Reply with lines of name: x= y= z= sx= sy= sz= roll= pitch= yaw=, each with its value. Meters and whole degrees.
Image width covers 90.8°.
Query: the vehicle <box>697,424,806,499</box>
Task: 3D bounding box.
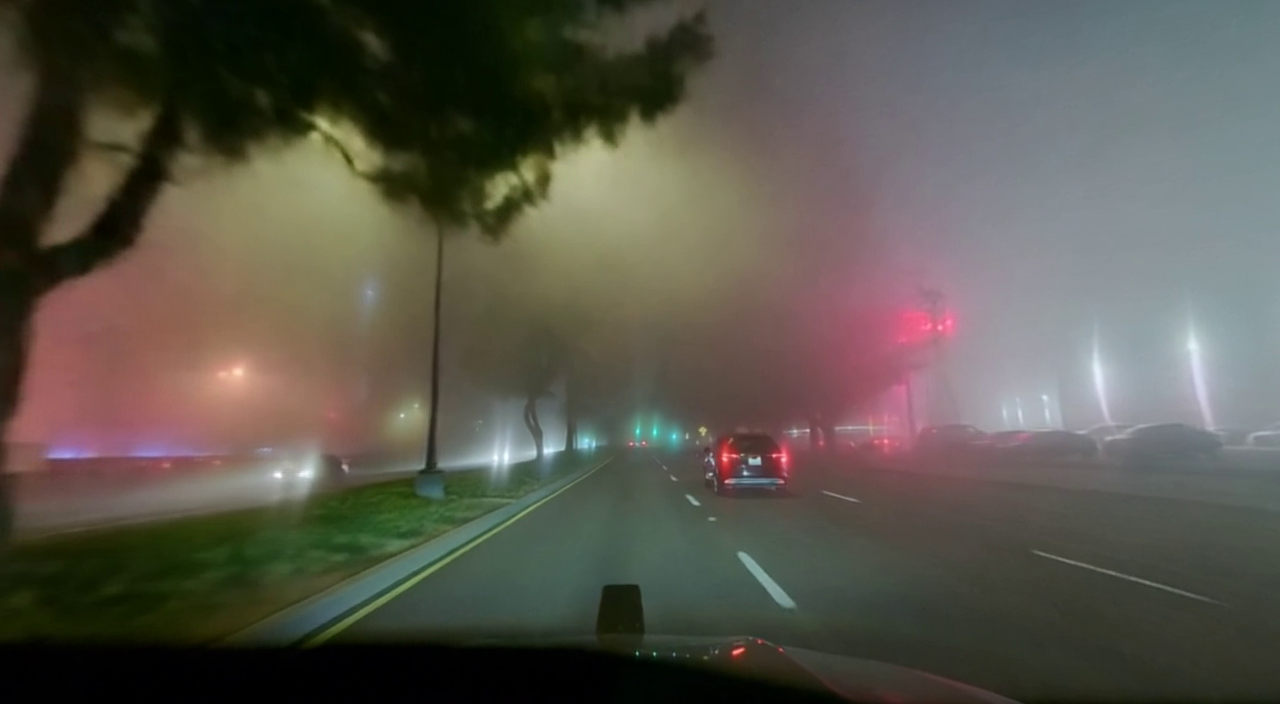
vehicle: x=2.714 y=2.800 z=16.464 sx=1.963 sy=1.677 sz=4.229 roll=0 pitch=-8 yaw=-1

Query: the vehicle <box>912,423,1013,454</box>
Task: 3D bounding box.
vehicle: x=19.679 y=5.333 z=38.746 sx=4.975 sy=1.786 sz=2.223 roll=-1 pitch=-8 yaw=4

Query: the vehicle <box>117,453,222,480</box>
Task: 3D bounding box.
vehicle: x=-29.851 y=7.272 z=40.213 sx=4.941 sy=1.444 sz=2.122 roll=-2 pitch=-8 yaw=-3

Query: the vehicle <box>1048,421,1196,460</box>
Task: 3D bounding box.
vehicle: x=19.862 y=3.682 z=26.204 sx=4.518 sy=1.501 sz=1.902 roll=0 pitch=-8 yaw=0

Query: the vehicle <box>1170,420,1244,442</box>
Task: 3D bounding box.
vehicle: x=40.155 y=5.665 z=44.856 sx=1.716 sy=1.456 sz=3.683 roll=0 pitch=-8 yaw=-1

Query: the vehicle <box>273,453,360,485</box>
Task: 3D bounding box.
vehicle: x=-16.394 y=5.935 z=32.315 sx=1.955 sy=1.428 sz=4.606 roll=0 pitch=-8 yaw=0

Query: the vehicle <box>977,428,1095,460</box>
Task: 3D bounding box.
vehicle: x=19.143 y=4.451 z=30.676 sx=4.418 sy=1.461 sz=2.002 roll=0 pitch=-8 yaw=-2
